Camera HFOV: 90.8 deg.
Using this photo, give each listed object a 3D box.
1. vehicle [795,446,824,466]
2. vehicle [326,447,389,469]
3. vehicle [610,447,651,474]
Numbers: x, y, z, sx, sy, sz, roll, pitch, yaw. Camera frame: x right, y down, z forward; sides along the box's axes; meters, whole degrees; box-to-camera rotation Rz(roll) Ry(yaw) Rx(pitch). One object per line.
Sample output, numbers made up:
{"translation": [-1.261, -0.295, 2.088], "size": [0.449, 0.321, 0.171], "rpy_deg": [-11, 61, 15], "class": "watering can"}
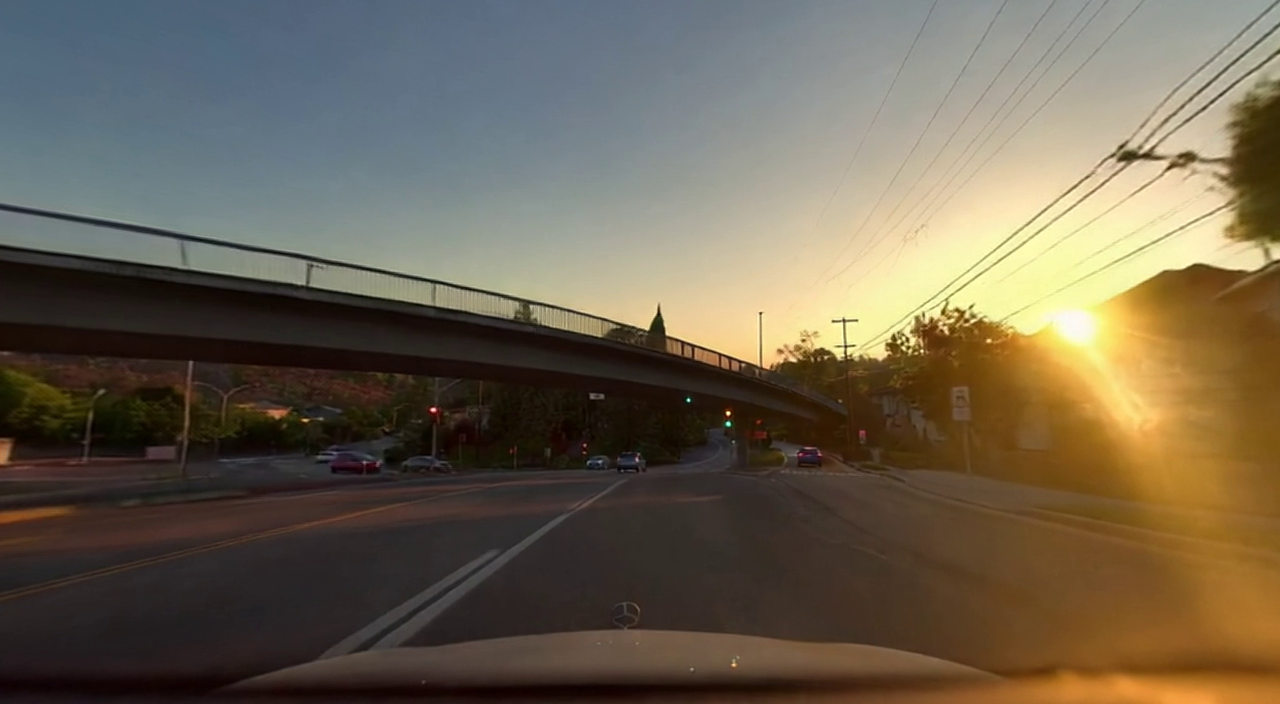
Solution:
{"translation": [13.162, 8.089, 49.249], "size": [2.058, 1.475, 4.587], "rpy_deg": [-2, -9, 14], "class": "vehicle"}
{"translation": [-21.670, 8.129, 48.523], "size": [3.877, 1.623, 2.049], "rpy_deg": [-2, -9, 11], "class": "vehicle"}
{"translation": [-0.522, 6.653, 38.865], "size": [1.997, 1.542, 4.202], "rpy_deg": [-1, -9, 6], "class": "vehicle"}
